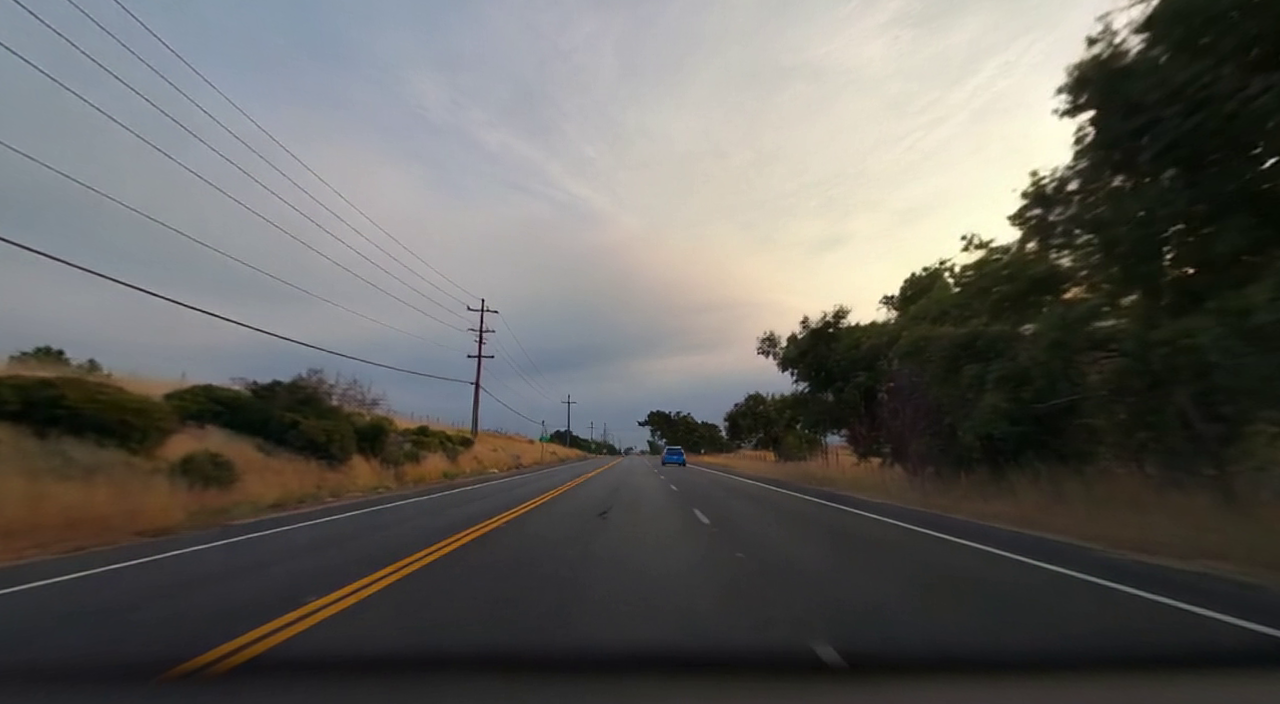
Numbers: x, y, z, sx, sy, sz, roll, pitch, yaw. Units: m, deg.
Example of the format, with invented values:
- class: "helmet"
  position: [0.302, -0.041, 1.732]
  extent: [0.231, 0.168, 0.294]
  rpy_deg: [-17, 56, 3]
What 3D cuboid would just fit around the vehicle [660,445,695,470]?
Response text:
- class: "vehicle"
  position: [2.674, 7.675, 46.191]
  extent: [2.135, 1.692, 4.185]
  rpy_deg: [0, -9, -2]
